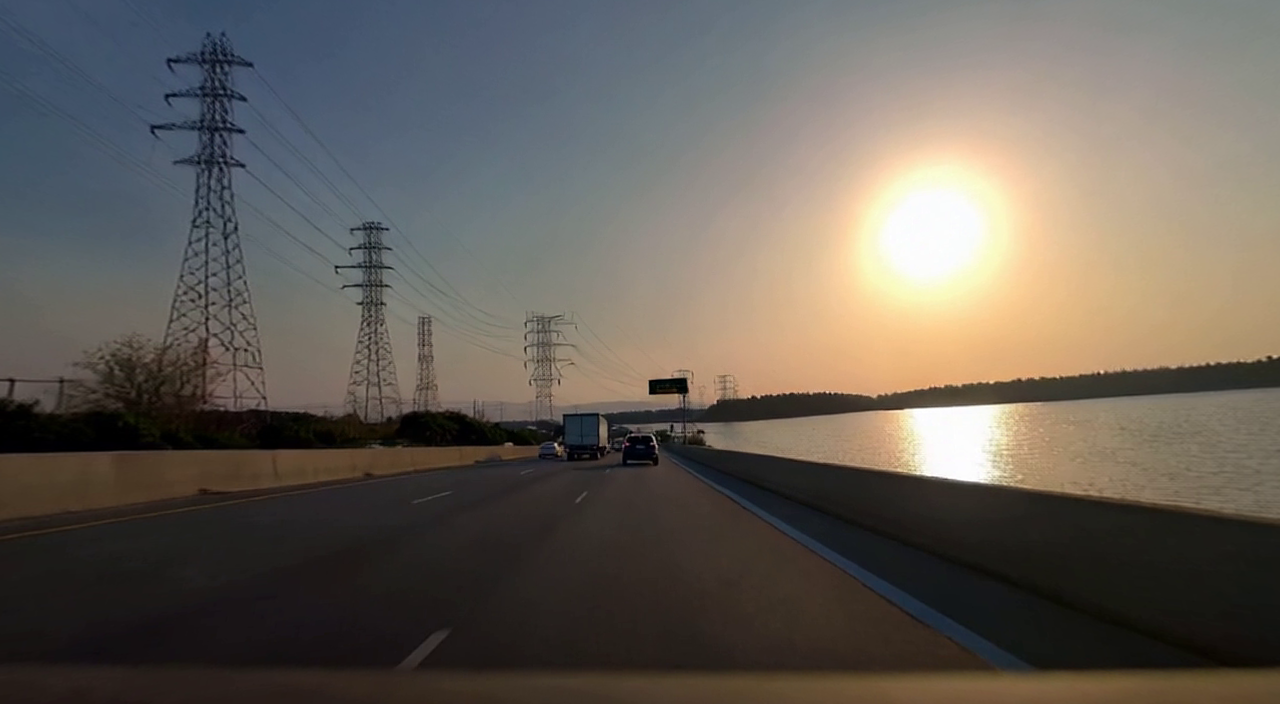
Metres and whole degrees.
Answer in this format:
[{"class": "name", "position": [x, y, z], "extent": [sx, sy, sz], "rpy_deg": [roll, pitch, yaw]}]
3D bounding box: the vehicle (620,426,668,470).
[{"class": "vehicle", "position": [0.216, 5.064, 33.457], "extent": [2.358, 2.144, 4.713], "rpy_deg": [0, -8, 1]}]

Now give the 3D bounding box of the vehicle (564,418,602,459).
[{"class": "vehicle", "position": [-3.666, 5.625, 40.989], "extent": [2.178, 2.522, 2.054], "rpy_deg": [0, -8, 1]}]

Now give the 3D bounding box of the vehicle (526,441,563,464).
[{"class": "vehicle", "position": [-6.948, 7.370, 46.496], "extent": [2.004, 1.545, 4.513], "rpy_deg": [0, -8, 0]}]
